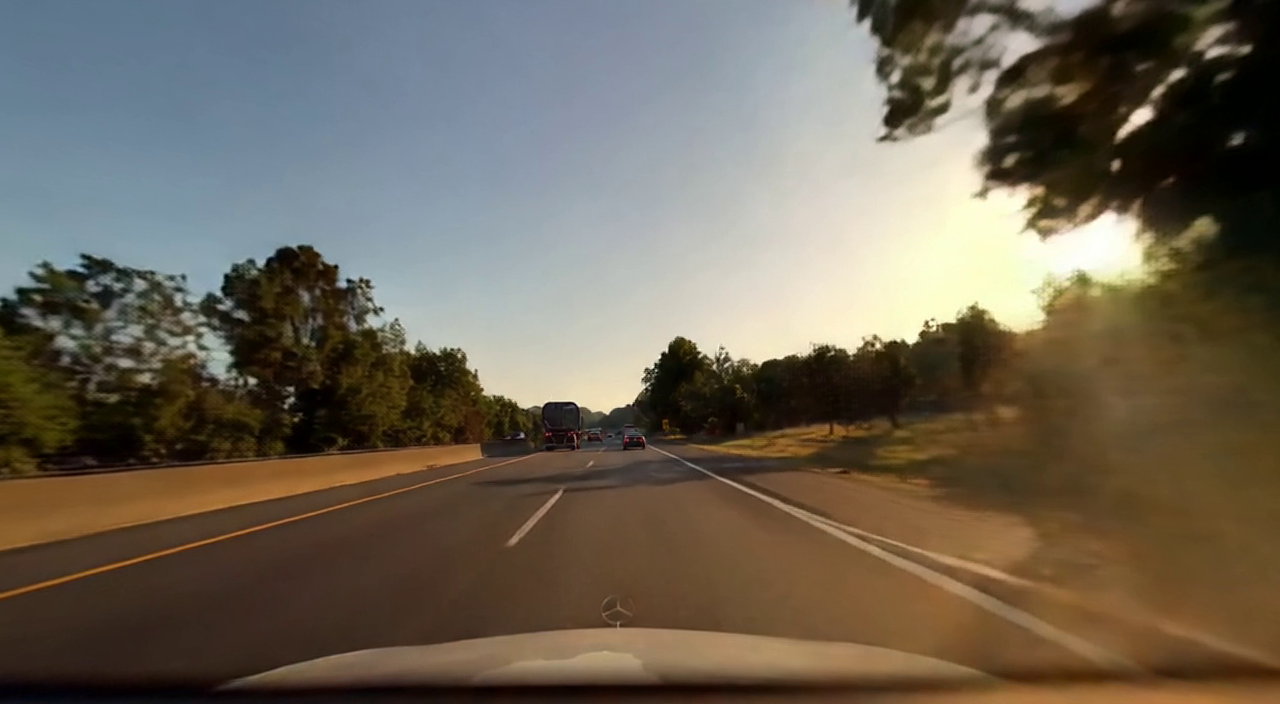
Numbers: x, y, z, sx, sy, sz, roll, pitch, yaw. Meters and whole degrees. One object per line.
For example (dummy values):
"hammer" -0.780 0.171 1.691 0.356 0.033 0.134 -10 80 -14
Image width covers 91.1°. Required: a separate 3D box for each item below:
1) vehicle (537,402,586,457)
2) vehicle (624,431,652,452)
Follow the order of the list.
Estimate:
"vehicle" -4.792 4.905 39.582 2.450 3.098 6.965 0 -8 -2
"vehicle" -0.216 6.666 47.131 1.988 1.472 3.716 0 -8 -2
